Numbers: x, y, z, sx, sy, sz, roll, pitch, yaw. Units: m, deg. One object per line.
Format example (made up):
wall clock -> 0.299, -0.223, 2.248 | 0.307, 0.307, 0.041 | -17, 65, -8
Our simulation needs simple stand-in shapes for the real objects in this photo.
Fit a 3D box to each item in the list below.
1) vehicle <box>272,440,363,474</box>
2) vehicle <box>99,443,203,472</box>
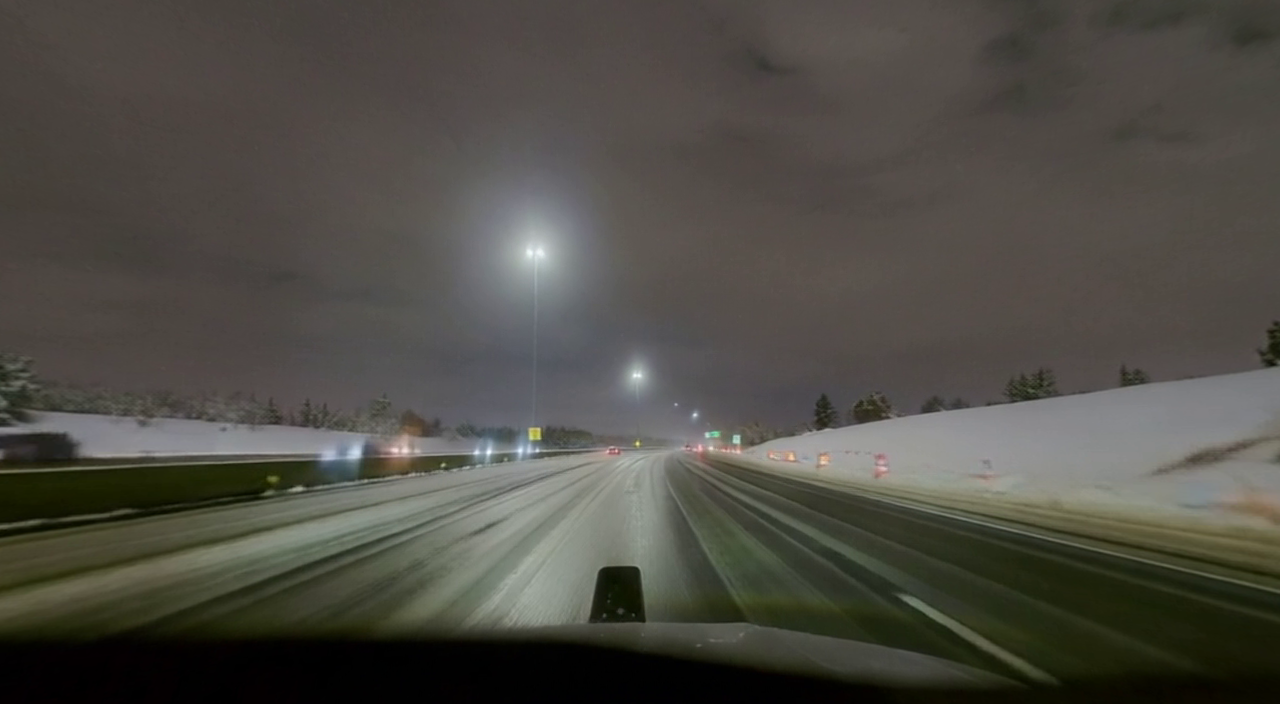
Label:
vehicle -> -15.548, 5.092, 30.699 | 2.048, 1.510, 4.327 | 0, -9, 2
vehicle -> -28.241, 6.109, 36.651 | 1.902, 1.517, 5.008 | 0, -9, 2
